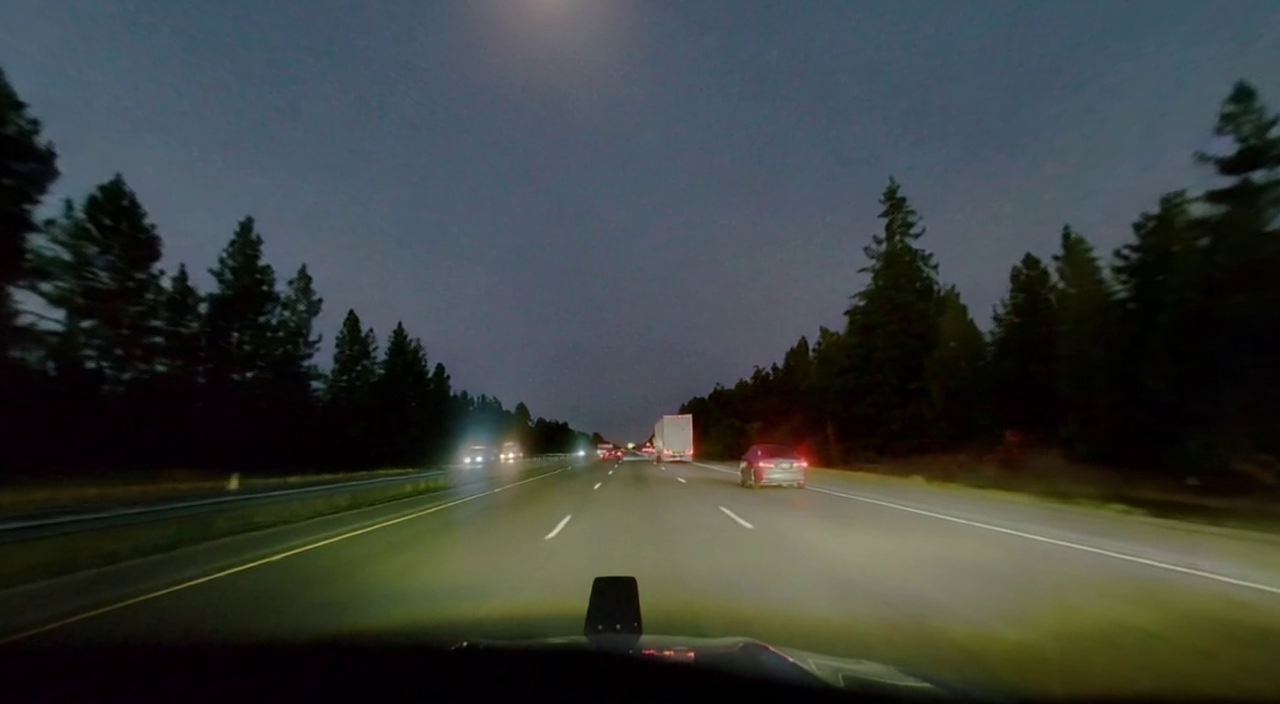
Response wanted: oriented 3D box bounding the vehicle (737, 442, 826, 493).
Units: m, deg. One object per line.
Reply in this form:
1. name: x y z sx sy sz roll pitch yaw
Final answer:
1. vehicle: 4.529 3.739 20.670 1.910 1.474 3.776 0 -9 -2
